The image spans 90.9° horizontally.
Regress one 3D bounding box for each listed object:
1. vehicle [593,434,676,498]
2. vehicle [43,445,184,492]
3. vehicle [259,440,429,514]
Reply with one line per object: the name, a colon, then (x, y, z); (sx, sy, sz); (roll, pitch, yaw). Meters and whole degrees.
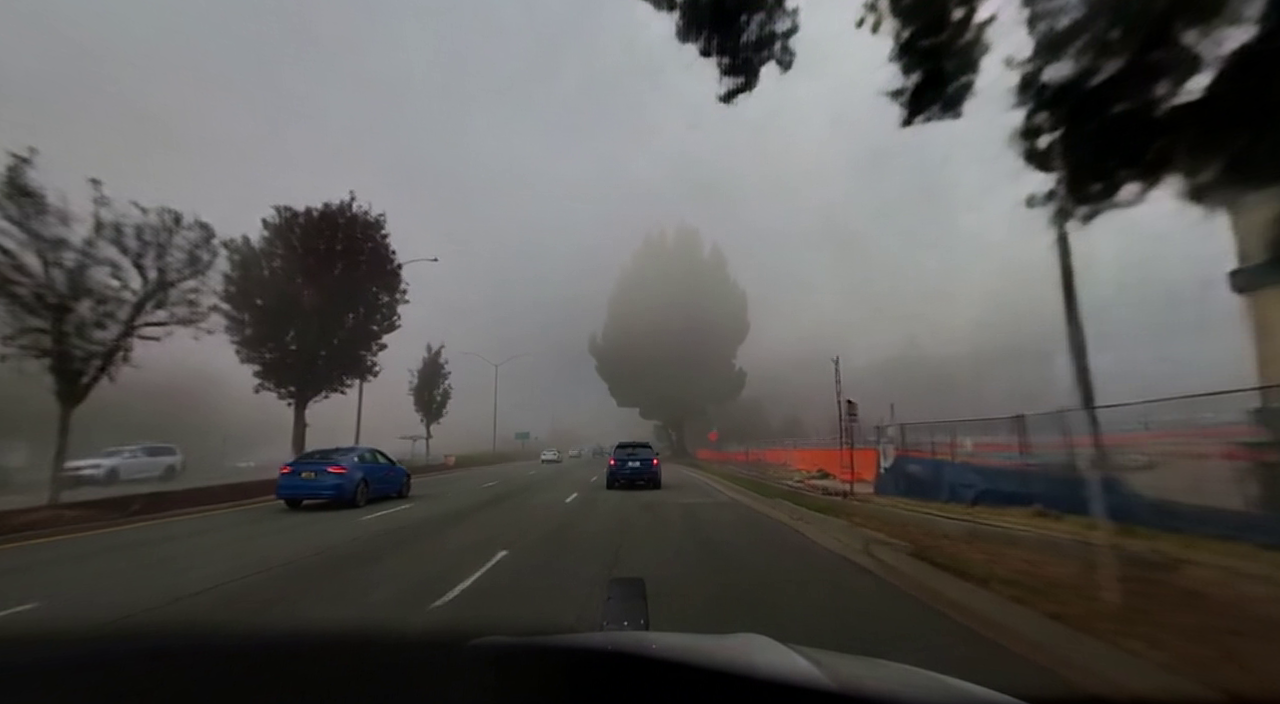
vehicle: (-0.196, 3.362, 18.914); (2.227, 1.654, 4.091); (0, -9, -1)
vehicle: (-22.720, 5.016, 27.527); (2.017, 1.845, 4.788); (0, -9, -1)
vehicle: (-6.809, 2.896, 15.143); (1.877, 1.479, 4.430); (0, -9, 1)
